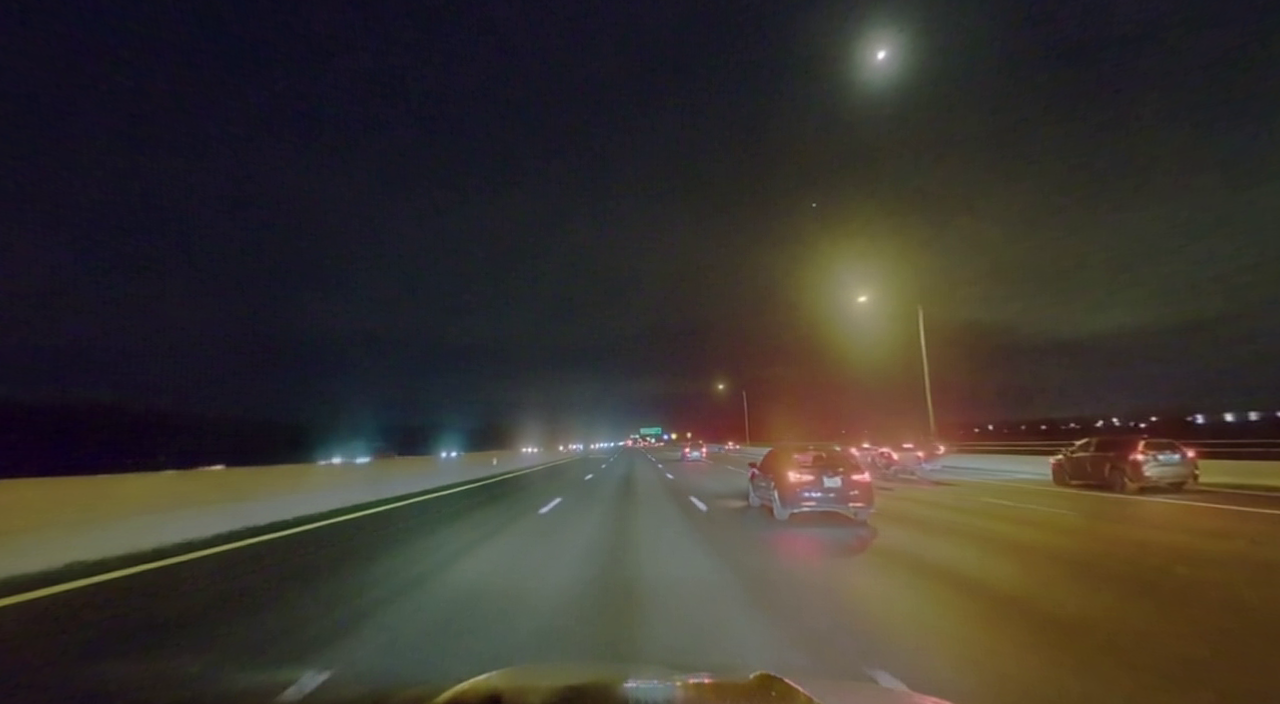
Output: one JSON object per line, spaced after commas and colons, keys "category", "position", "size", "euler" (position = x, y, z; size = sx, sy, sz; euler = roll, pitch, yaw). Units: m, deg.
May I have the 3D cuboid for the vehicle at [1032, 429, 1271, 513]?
{"category": "vehicle", "position": [10.958, 2.549, 14.024], "size": [1.844, 1.560, 4.085], "euler": [0, -8, 0]}

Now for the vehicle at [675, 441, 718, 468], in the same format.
{"category": "vehicle", "position": [3.267, 6.018, 37.360], "size": [2.038, 1.477, 4.313], "euler": [0, -8, -1]}

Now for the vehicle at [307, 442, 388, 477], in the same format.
{"category": "vehicle", "position": [-14.734, 5.418, 32.150], "size": [2.162, 1.570, 4.045], "euler": [0, -8, 0]}

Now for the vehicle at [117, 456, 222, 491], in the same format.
{"category": "vehicle", "position": [-22.283, 5.744, 30.139], "size": [1.802, 1.429, 4.151], "euler": [0, -8, 0]}

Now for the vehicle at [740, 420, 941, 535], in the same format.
{"category": "vehicle", "position": [3.204, 2.112, 11.280], "size": [1.977, 1.601, 4.598], "euler": [0, -8, -1]}
